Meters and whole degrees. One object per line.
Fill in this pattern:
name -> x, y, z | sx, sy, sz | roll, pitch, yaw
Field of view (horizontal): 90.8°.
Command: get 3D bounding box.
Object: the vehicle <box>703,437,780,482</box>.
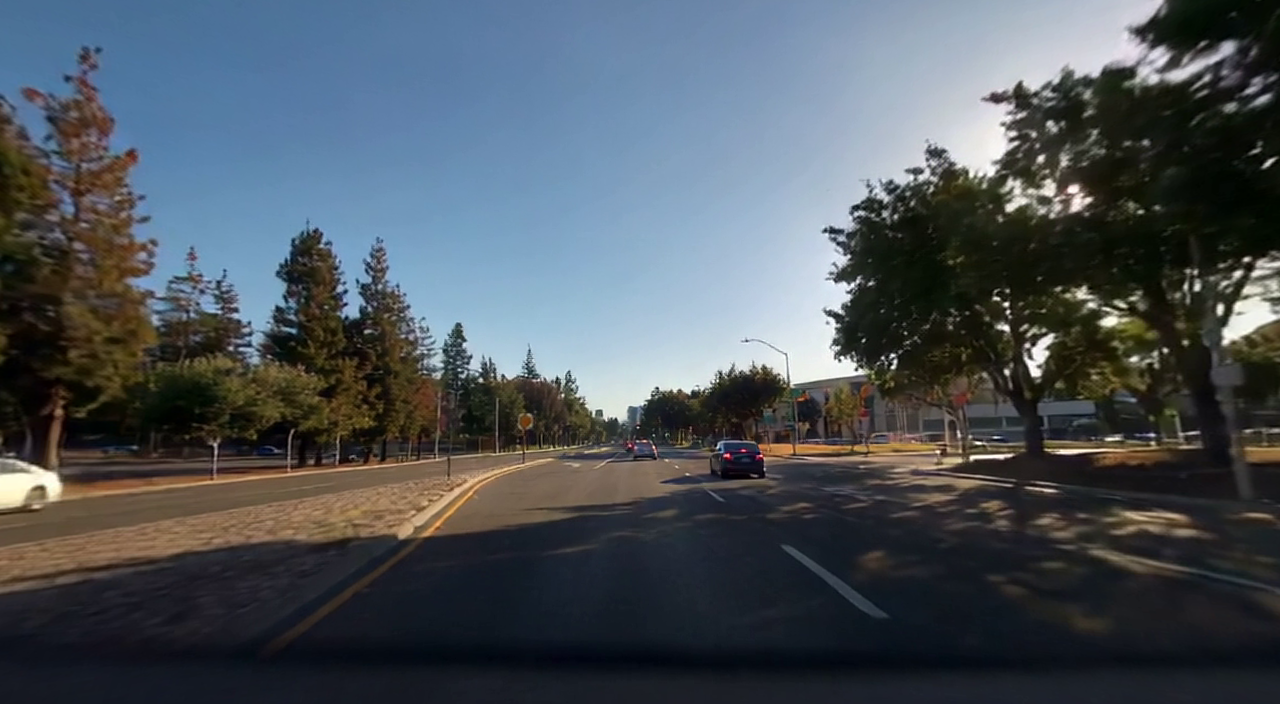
vehicle -> 3.618, 3.903, 23.346 | 1.948, 1.479, 4.620 | 0, -8, -2

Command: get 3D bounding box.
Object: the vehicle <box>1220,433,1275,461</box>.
vehicle -> 38.845, 6.073, 40.485 | 1.875, 1.645, 4.474 | -6, -10, 36

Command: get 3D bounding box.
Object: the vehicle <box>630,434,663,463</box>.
vehicle -> 0.383, 6.565, 43.076 | 1.988, 1.800, 4.322 | 0, -8, -2
